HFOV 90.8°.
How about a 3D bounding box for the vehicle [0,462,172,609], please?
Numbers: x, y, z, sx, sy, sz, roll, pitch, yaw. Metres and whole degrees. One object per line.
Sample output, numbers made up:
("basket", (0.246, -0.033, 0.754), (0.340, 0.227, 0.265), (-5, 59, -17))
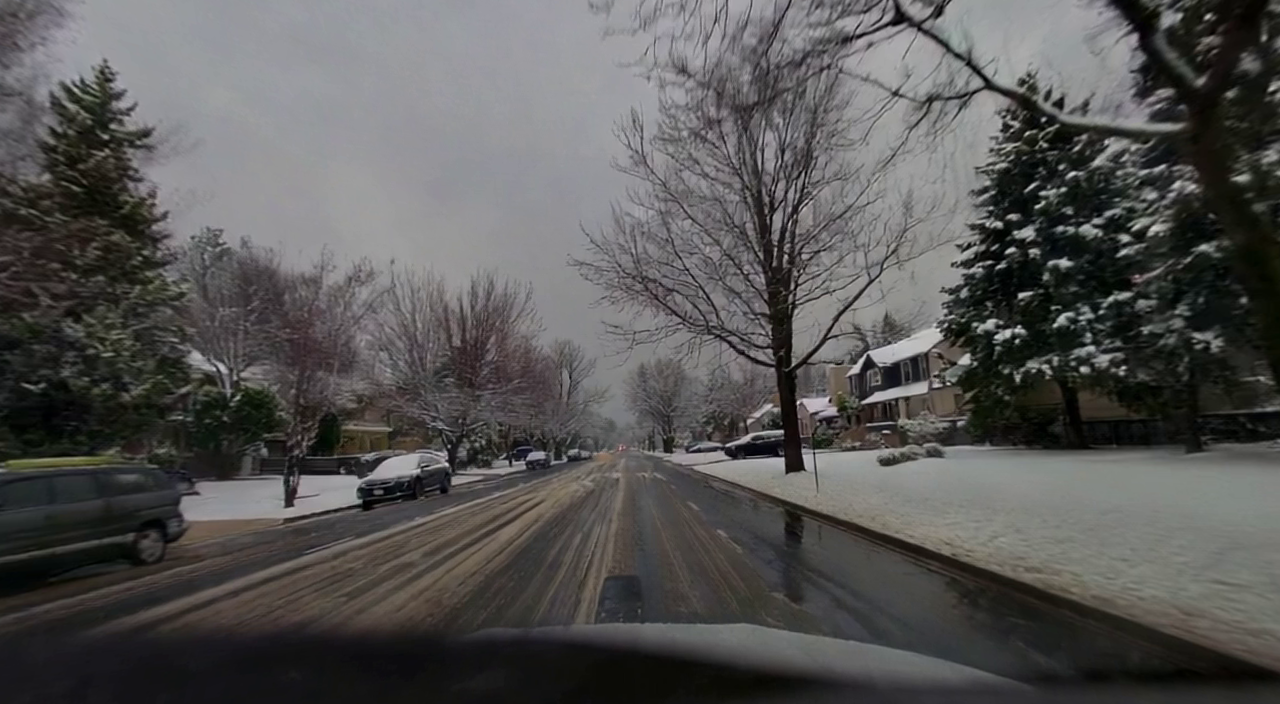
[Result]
("vehicle", (-7.589, 2.018, 6.729), (1.899, 1.467, 4.466), (-5, -9, -1))

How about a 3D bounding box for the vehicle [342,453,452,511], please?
("vehicle", (-7.848, 4.187, 20.855), (1.919, 1.492, 4.547), (-5, -9, -2))

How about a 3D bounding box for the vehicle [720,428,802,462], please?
("vehicle", (8.451, 6.542, 44.362), (5.221, 1.958, 1.992), (-4, -9, -1))
